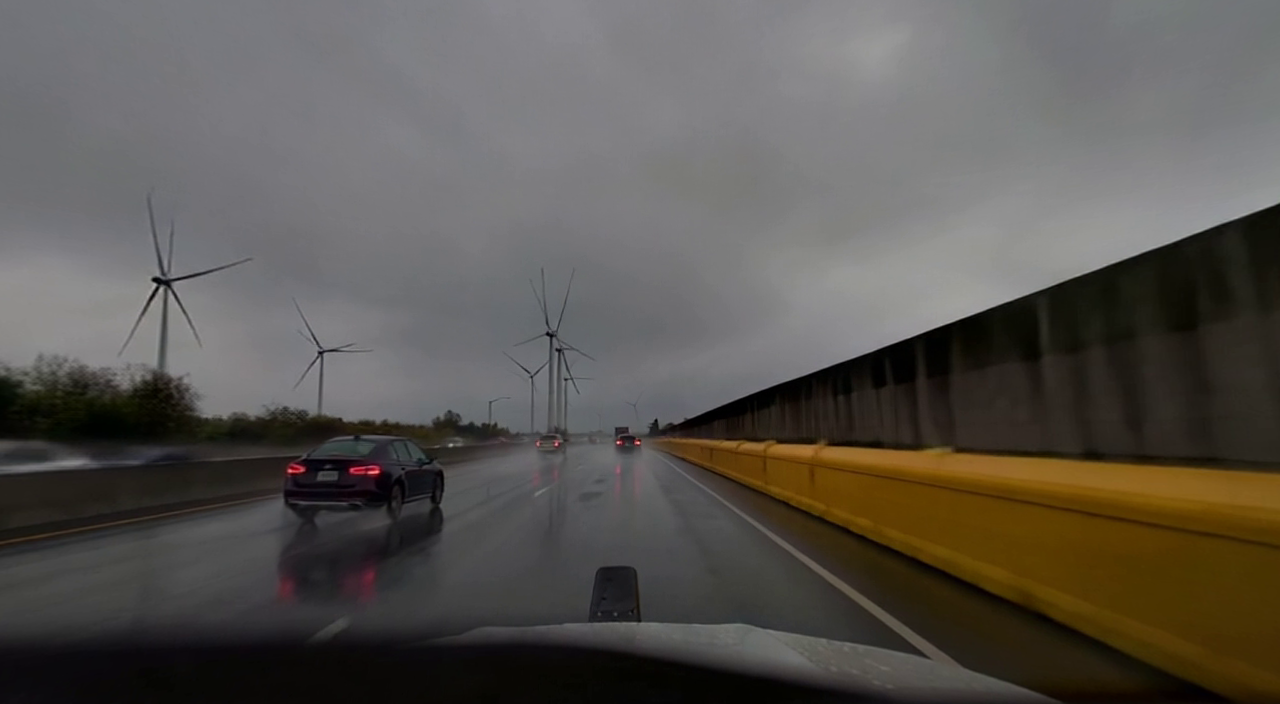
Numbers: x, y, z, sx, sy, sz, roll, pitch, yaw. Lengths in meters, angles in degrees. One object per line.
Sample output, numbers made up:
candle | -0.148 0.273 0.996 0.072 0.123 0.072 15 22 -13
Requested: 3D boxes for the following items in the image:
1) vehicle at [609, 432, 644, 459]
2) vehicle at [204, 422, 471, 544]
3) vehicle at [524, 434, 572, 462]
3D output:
vehicle | -0.839 5.683 38.554 2.027 1.550 3.607 0 -8 -1
vehicle | -4.306 1.911 10.025 1.998 1.468 4.635 0 -8 -1
vehicle | -4.902 5.190 34.186 2.059 1.436 3.802 0 -8 -1
